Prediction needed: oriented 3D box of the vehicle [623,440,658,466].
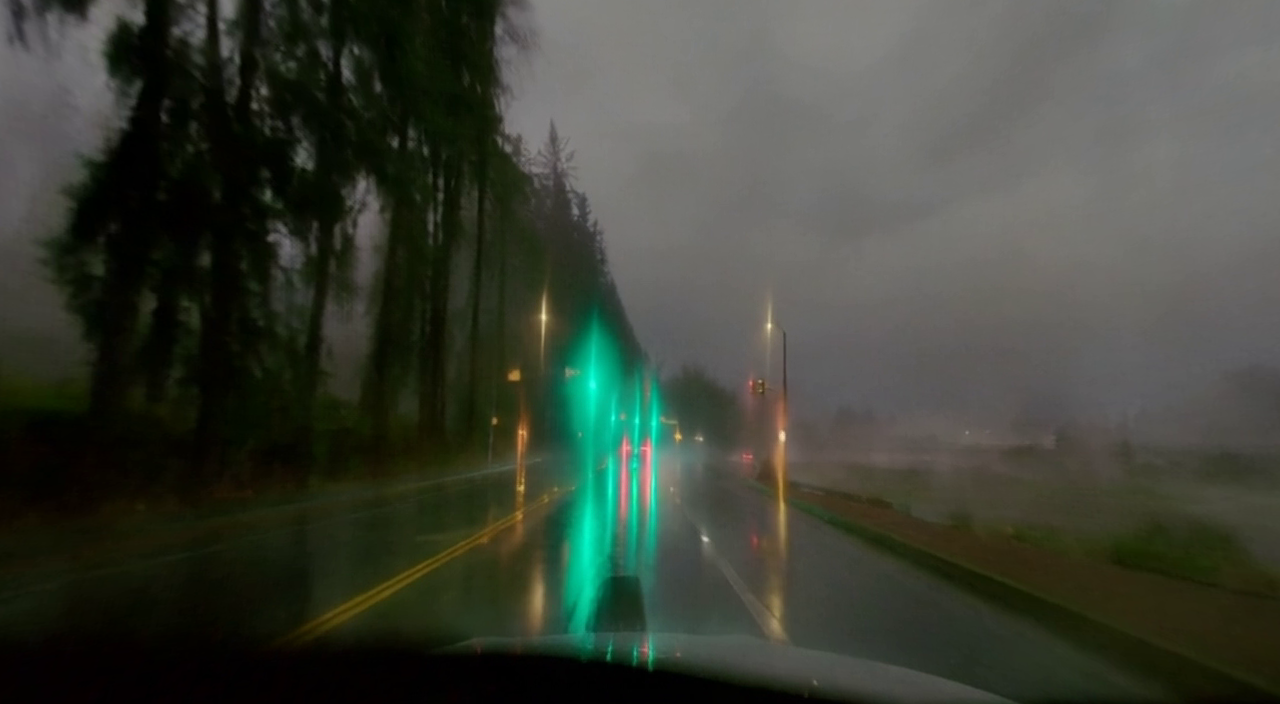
[{"bbox_3d":[0.033,6.287,39.483,2.042,1.489,3.963,0,-8,0],"label":"vehicle"}]
